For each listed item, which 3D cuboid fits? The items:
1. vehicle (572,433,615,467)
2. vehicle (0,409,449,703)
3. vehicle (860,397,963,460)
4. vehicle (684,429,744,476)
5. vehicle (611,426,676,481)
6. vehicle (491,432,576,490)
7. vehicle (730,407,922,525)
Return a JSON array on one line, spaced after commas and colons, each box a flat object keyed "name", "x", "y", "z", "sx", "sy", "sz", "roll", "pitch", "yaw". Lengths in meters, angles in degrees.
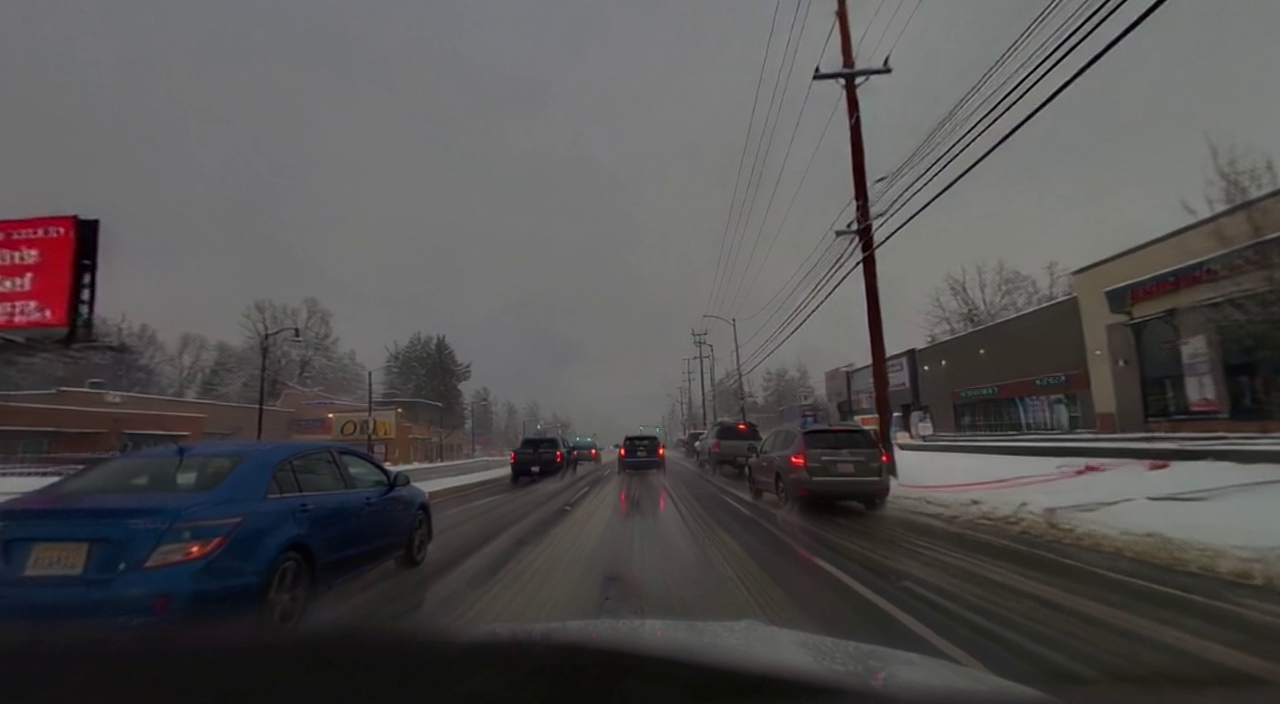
[{"name": "vehicle", "x": -2.936, "y": 6.365, "z": 41.295, "sx": 2.405, "sy": 2.009, "sz": 5.909, "roll": 0, "pitch": -8, "yaw": 0}, {"name": "vehicle", "x": -3.277, "y": 1.348, "z": 5.208, "sx": 2.022, "sy": 1.498, "sz": 4.471, "roll": 0, "pitch": -8, "yaw": 0}, {"name": "vehicle", "x": 12.519, "y": 3.661, "z": 29.651, "sx": 2.477, "sy": 2.665, "sz": 5.203, "roll": 0, "pitch": -8, "yaw": 0}, {"name": "vehicle", "x": 3.148, "y": 4.401, "z": 27.814, "sx": 2.026, "sy": 1.904, "sz": 4.102, "roll": 0, "pitch": -8, "yaw": -2}, {"name": "vehicle", "x": 0.088, "y": 3.955, "z": 24.801, "sx": 2.326, "sy": 1.925, "sz": 4.253, "roll": 0, "pitch": -8, "yaw": -1}, {"name": "vehicle", "x": -3.310, "y": 3.483, "z": 20.481, "sx": 2.051, "sy": 1.671, "sz": 3.861, "roll": 0, "pitch": -8, "yaw": 0}, {"name": "vehicle", "x": 3.380, "y": 2.211, "z": 12.791, "sx": 2.282, "sy": 1.897, "sz": 4.915, "roll": 0, "pitch": -8, "yaw": -1}]
